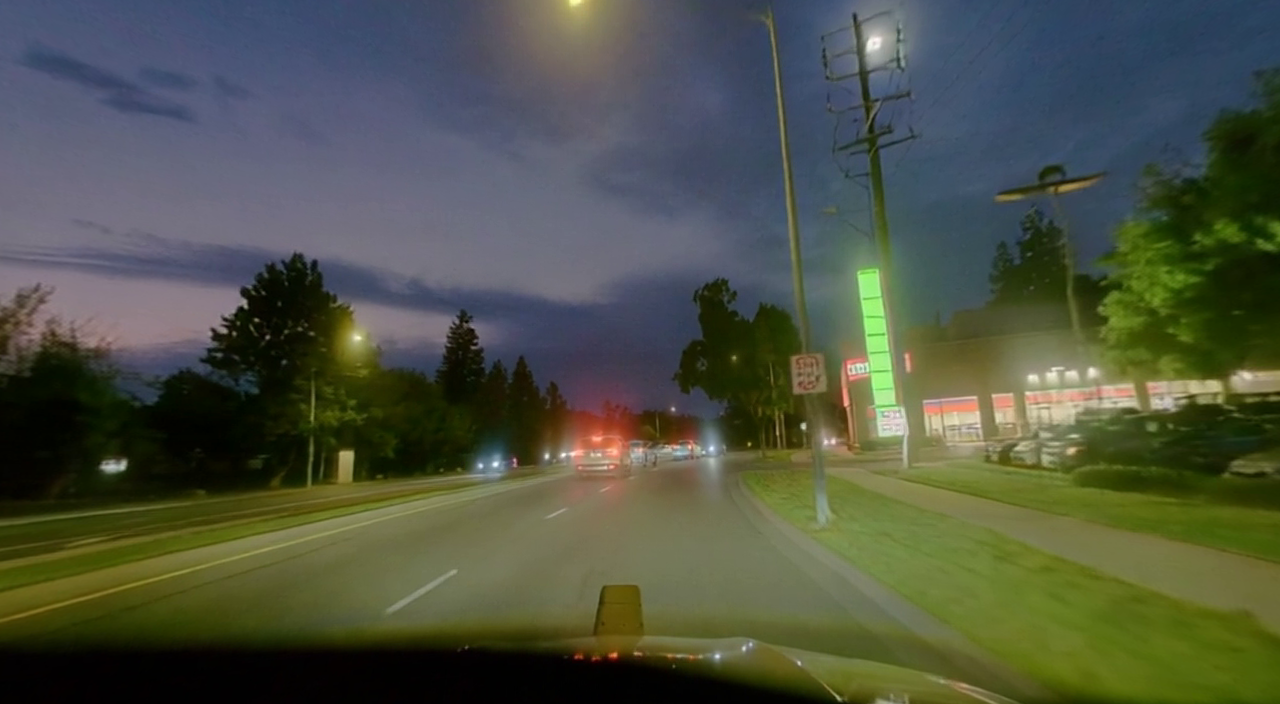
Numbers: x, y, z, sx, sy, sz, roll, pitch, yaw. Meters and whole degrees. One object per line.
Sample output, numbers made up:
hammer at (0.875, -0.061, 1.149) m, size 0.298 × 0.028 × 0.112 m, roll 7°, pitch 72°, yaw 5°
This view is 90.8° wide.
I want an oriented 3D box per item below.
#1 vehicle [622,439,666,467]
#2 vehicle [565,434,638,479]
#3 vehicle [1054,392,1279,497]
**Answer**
vehicle at (0.311, 6.275, 39.383) m, size 2.002 × 1.664 × 4.113 m, roll -2°, pitch -9°, yaw 12°
vehicle at (-1.599, 4.631, 28.141) m, size 2.168 × 1.783 × 4.695 m, roll -2°, pitch -9°, yaw 10°
vehicle at (11.946, 1.941, 13.647) m, size 4.408 × 1.682 × 2.040 m, roll -7°, pitch -9°, yaw 0°
